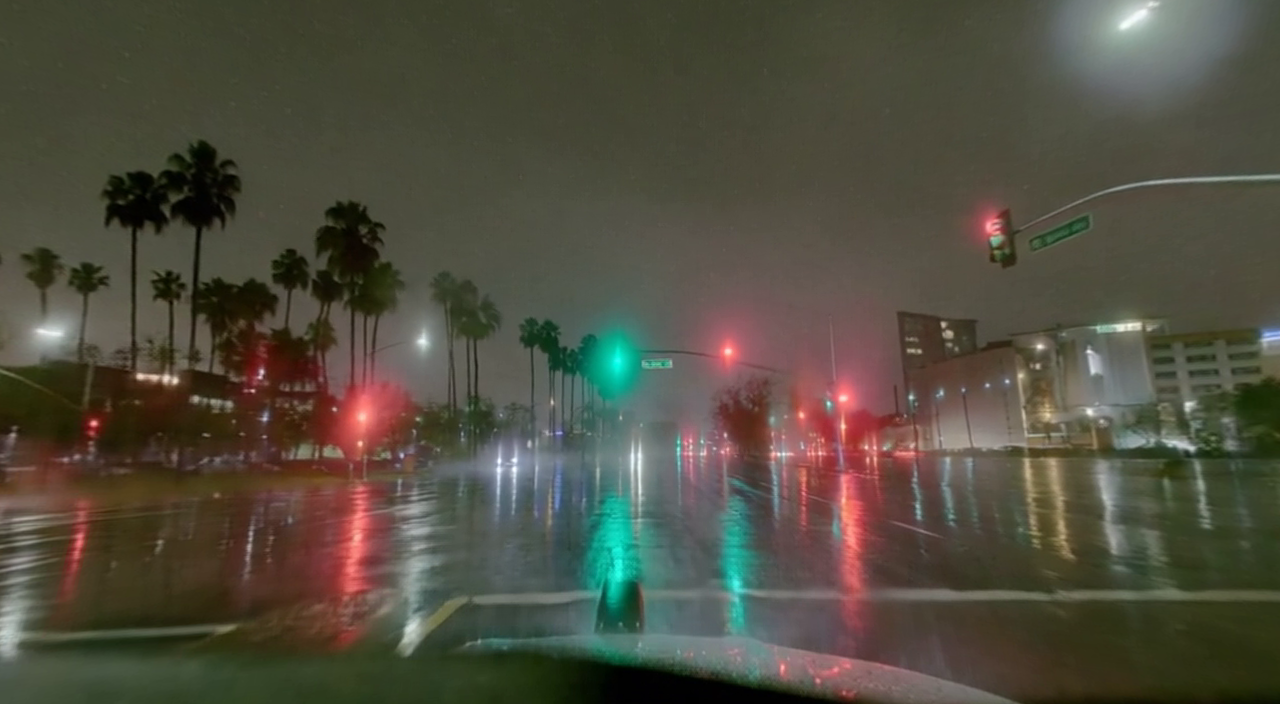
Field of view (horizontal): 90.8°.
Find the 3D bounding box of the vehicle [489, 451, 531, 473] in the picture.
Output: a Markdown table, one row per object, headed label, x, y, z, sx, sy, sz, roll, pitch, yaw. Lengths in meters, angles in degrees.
| label | x | y | z | sx | sy | sz | roll | pitch | yaw |
| --- | --- | --- | --- | --- | --- | --- | --- | --- | --- |
| vehicle | -9.416 | 8.022 | 46.118 | 2.149 | 1.477 | 4.186 | 0 | -9 | 0 |
